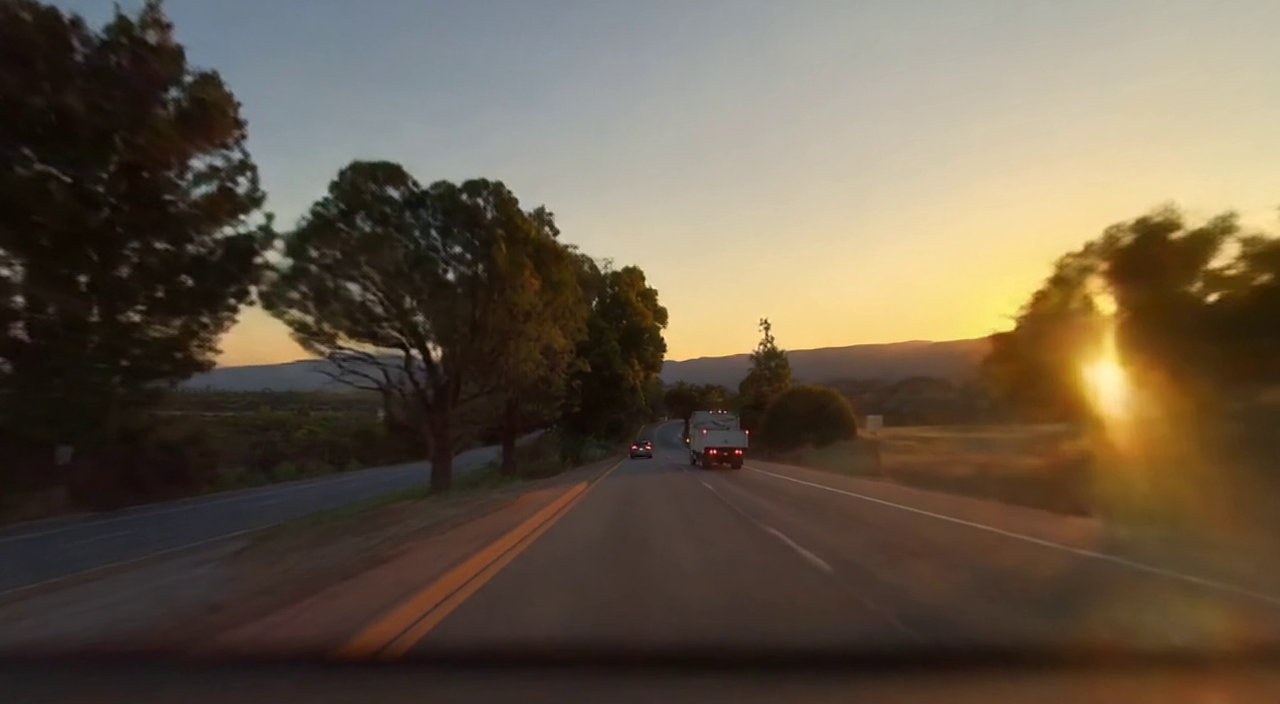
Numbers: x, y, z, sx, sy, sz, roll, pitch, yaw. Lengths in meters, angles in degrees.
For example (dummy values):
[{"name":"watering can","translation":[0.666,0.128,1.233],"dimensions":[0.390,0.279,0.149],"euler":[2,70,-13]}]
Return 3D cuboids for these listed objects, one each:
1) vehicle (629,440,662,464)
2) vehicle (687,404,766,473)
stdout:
[{"name":"vehicle","translation":[0.369,6.953,43.579],"dimensions":[2.170,1.544,4.373],"euler":[0,-9,0]},{"name":"vehicle","translation":[4.375,4.703,33.670],"dimensions":[3.015,3.211,7.982],"euler":[1,-9,-1]}]
